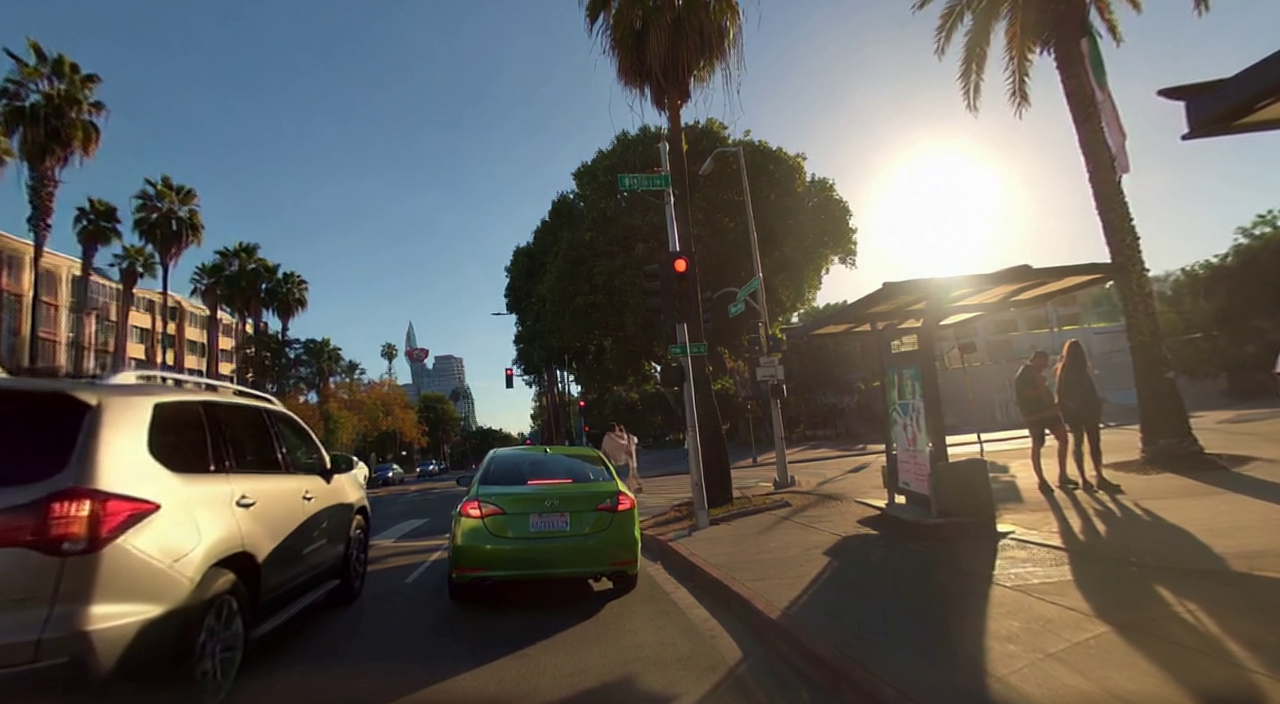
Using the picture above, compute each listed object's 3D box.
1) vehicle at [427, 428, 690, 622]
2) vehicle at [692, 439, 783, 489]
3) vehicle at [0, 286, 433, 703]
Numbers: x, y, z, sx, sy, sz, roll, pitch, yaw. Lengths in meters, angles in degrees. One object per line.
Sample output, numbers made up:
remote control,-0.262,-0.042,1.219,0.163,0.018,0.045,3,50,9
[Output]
vehicle,-0.983,1.675,7.186,2.065,1.467,4.289,1,-9,-10
vehicle,4.928,5.671,32.168,3.987,1.636,1.903,9,3,-10
vehicle,-2.873,1.039,3.987,2.098,1.851,4.571,1,-9,-7
